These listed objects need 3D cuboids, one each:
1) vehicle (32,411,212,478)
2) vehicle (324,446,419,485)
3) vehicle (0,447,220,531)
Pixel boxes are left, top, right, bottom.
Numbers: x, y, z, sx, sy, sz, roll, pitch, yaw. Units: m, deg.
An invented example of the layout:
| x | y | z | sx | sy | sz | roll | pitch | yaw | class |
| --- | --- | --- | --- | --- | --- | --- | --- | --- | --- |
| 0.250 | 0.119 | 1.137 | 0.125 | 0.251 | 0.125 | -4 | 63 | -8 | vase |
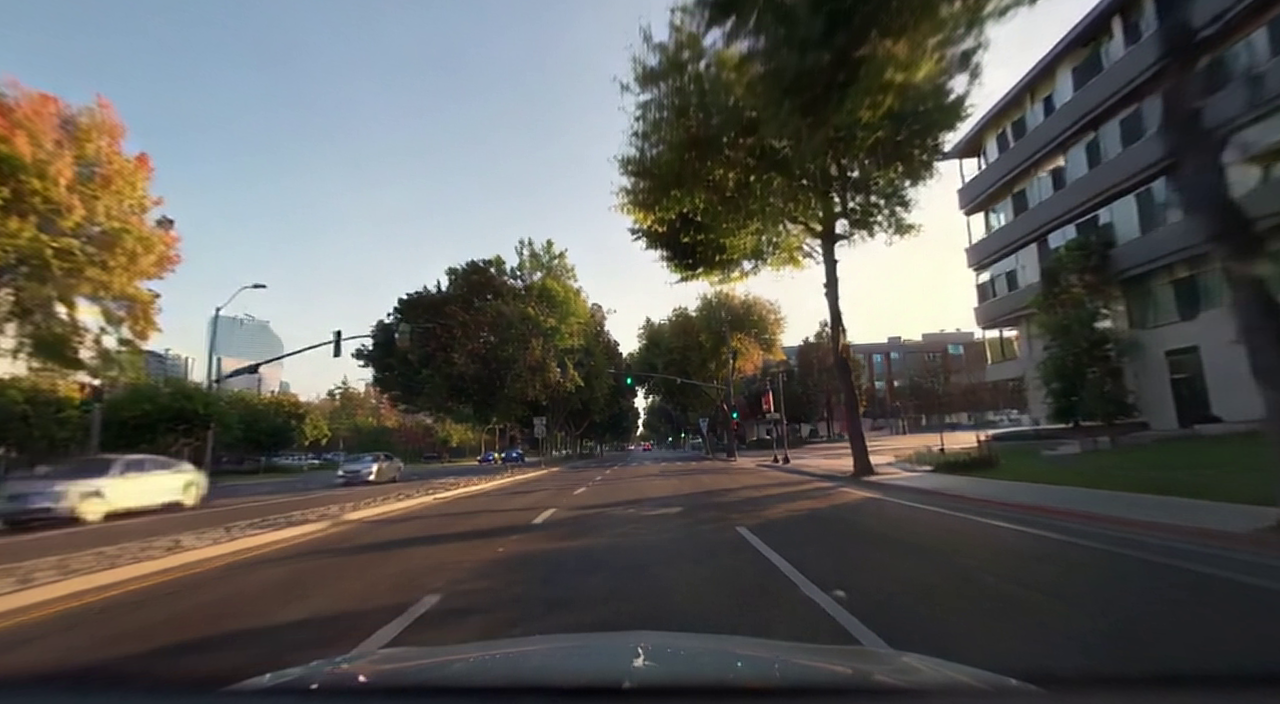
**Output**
| x | y | z | sx | sy | sz | roll | pitch | yaw | class |
| --- | --- | --- | --- | --- | --- | --- | --- | --- | --- |
| -30.634 | 5.580 | 37.928 | 2.818 | 3.500 | 8.930 | 0 | -8 | 3 | vehicle |
| -11.289 | 4.784 | 26.839 | 2.058 | 1.453 | 4.580 | 0 | -8 | 0 | vehicle |
| -11.642 | 2.831 | 13.683 | 1.712 | 1.459 | 4.614 | 0 | -8 | 1 | vehicle |
